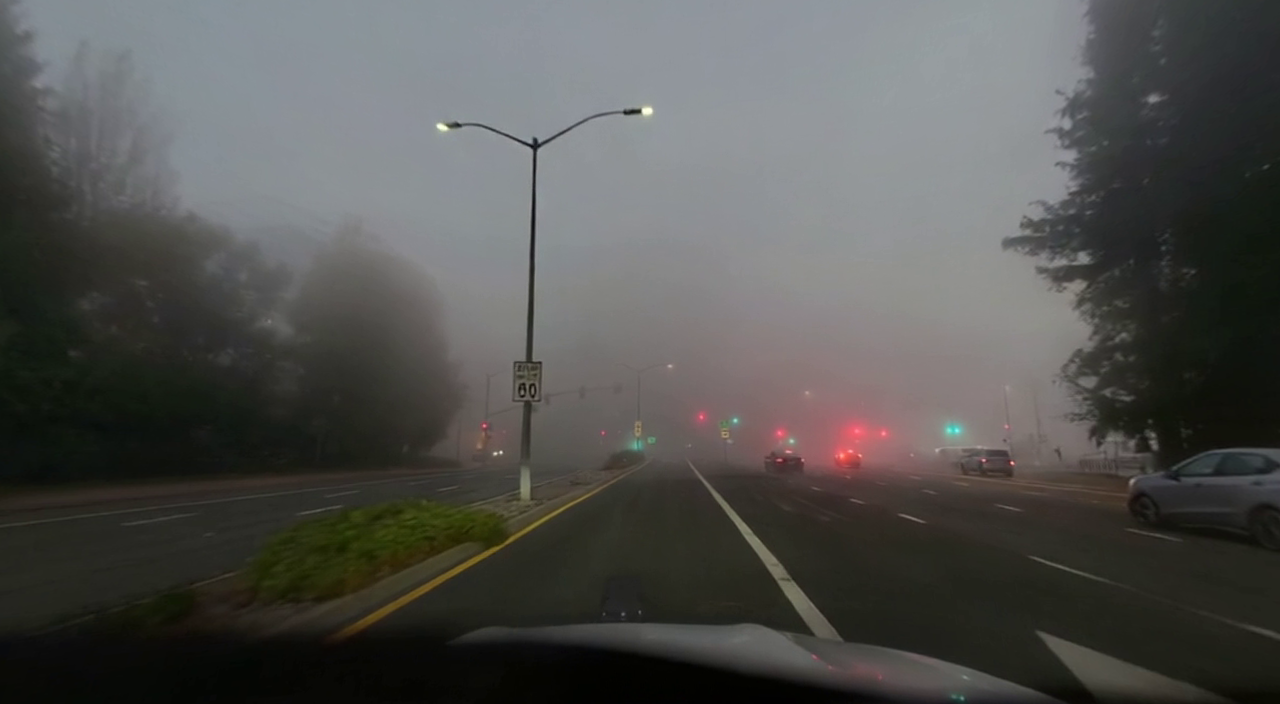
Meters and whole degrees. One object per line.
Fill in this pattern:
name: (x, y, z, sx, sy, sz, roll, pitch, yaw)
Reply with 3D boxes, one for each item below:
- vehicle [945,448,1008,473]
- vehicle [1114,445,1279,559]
vehicle: (22.056, 7.115, 41.603, 1.896, 1.524, 4.562, -1, -8, 5)
vehicle: (9.596, 2.133, 9.294, 1.933, 1.500, 4.458, 0, -8, 3)
